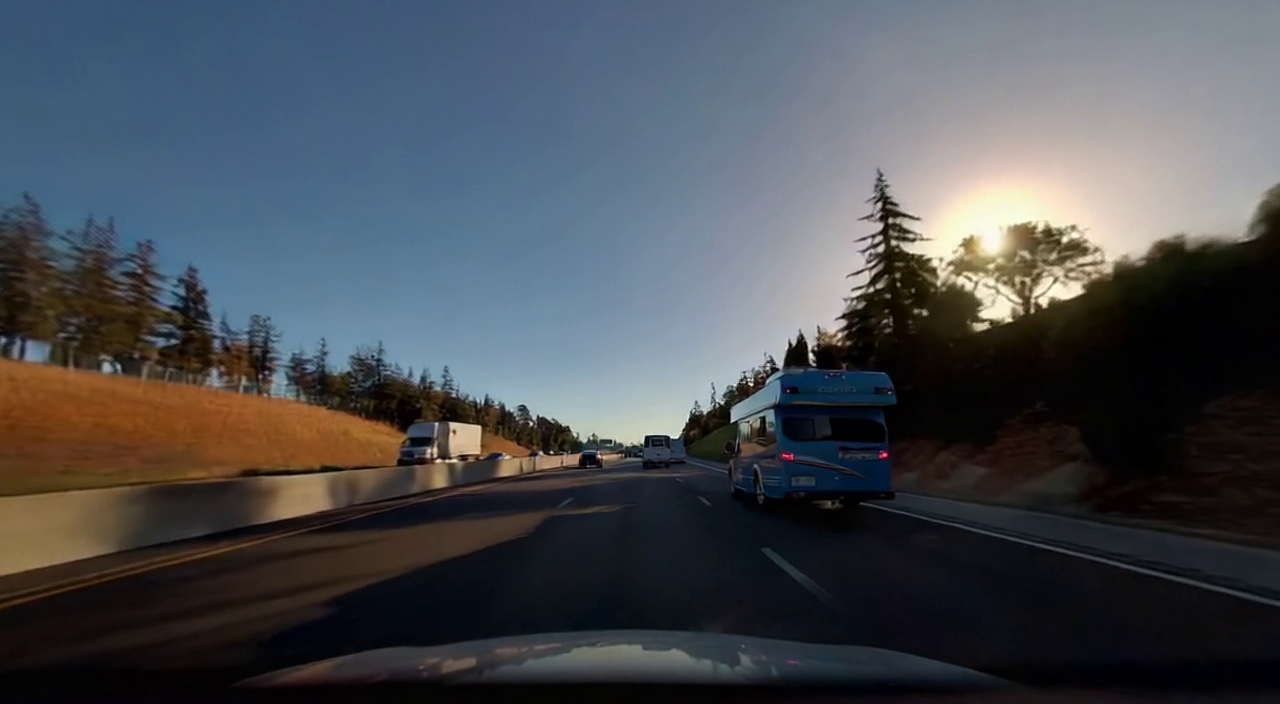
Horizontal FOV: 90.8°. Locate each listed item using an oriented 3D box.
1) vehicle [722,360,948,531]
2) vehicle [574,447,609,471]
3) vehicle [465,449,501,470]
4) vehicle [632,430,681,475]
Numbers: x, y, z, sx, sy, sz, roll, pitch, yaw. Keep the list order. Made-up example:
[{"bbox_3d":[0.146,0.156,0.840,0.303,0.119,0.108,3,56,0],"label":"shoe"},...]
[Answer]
[{"bbox_3d":[3.785,2.128,14.438,2.607,2.910,7.252,0,-9,-2],"label":"vehicle"},{"bbox_3d":[-3.306,7.367,43.659,1.959,1.502,4.559,0,-9,1],"label":"vehicle"},{"bbox_3d":[-11.381,7.808,45.843,1.642,1.440,3.574,-1,-9,1],"label":"vehicle"},{"bbox_3d":[0.848,5.629,35.314,2.524,2.310,4.986,0,-9,0],"label":"vehicle"}]
